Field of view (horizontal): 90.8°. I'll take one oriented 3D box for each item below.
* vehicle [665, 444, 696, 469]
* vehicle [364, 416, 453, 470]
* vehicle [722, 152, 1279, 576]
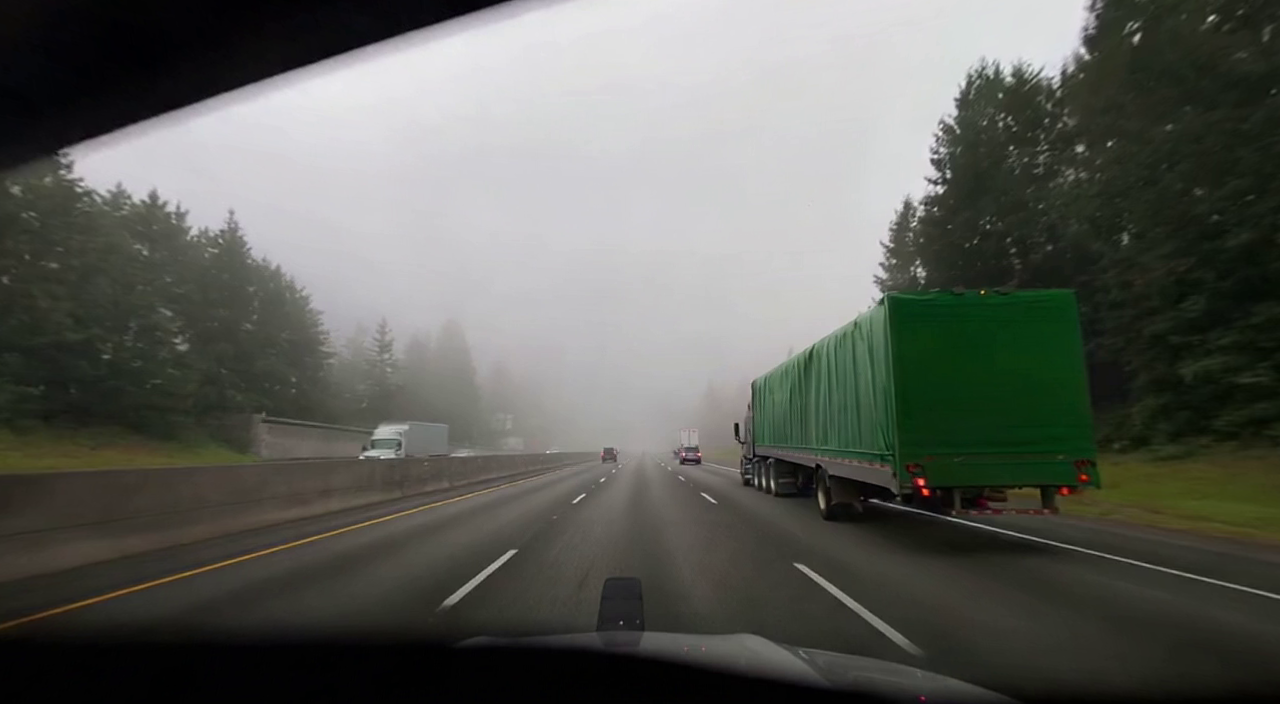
[{"bbox_3d":[2.787,7.294,44.232,2.019,1.601,3.953,-1,-9,2],"label":"vehicle"},{"bbox_3d":[-15.629,6.306,43.441,3.020,3.309,8.280,0,-9,0],"label":"vehicle"},{"bbox_3d":[4.690,1.307,14.930,3.115,4.407,17.026,0,-9,0],"label":"vehicle"}]
